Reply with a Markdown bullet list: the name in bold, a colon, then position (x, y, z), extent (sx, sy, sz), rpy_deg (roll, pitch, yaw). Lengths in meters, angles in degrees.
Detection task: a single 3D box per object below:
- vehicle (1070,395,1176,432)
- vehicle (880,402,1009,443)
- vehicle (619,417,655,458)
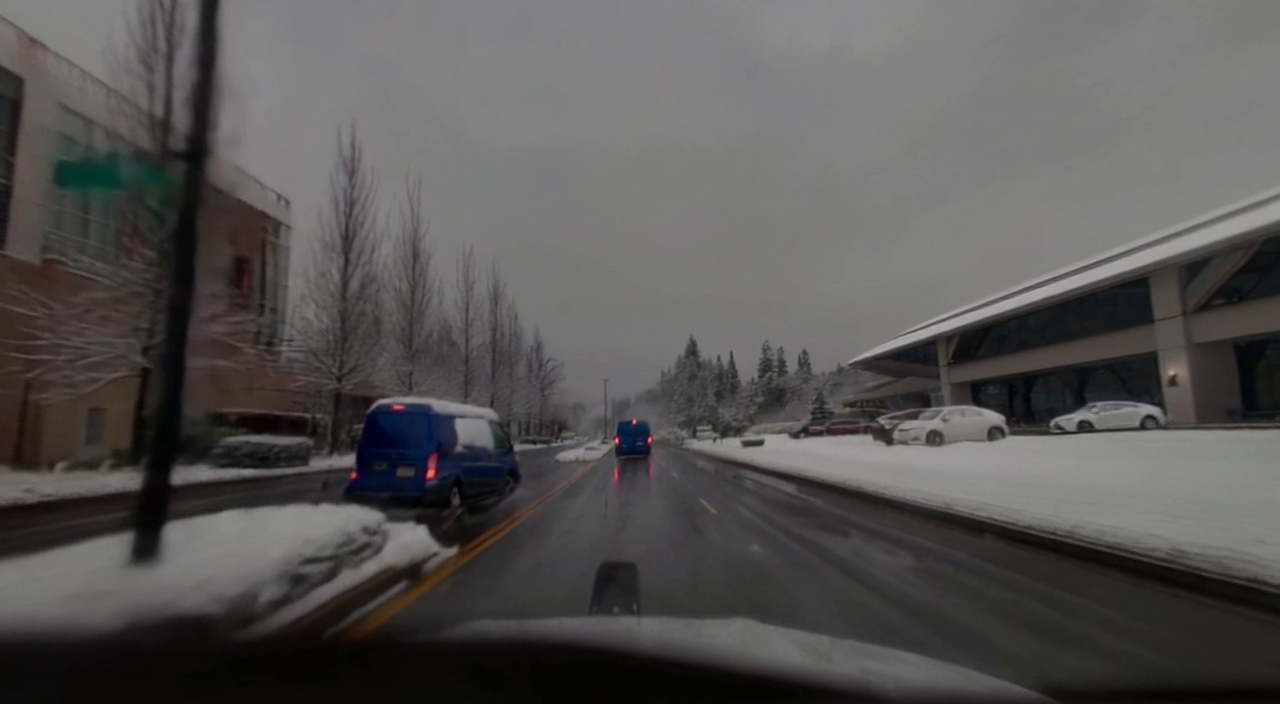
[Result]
- **vehicle**: position (23.056, 2.960, 30.149), extent (3.556, 1.469, 1.774), rpy_deg (-3, -8, -4)
- **vehicle**: position (12.234, 2.859, 25.484), extent (4.184, 1.578, 1.976), rpy_deg (0, -8, -4)
- **vehicle**: position (-0.227, 6.166, 45.532), extent (2.435, 2.816, 5.232), rpy_deg (0, -8, -1)
